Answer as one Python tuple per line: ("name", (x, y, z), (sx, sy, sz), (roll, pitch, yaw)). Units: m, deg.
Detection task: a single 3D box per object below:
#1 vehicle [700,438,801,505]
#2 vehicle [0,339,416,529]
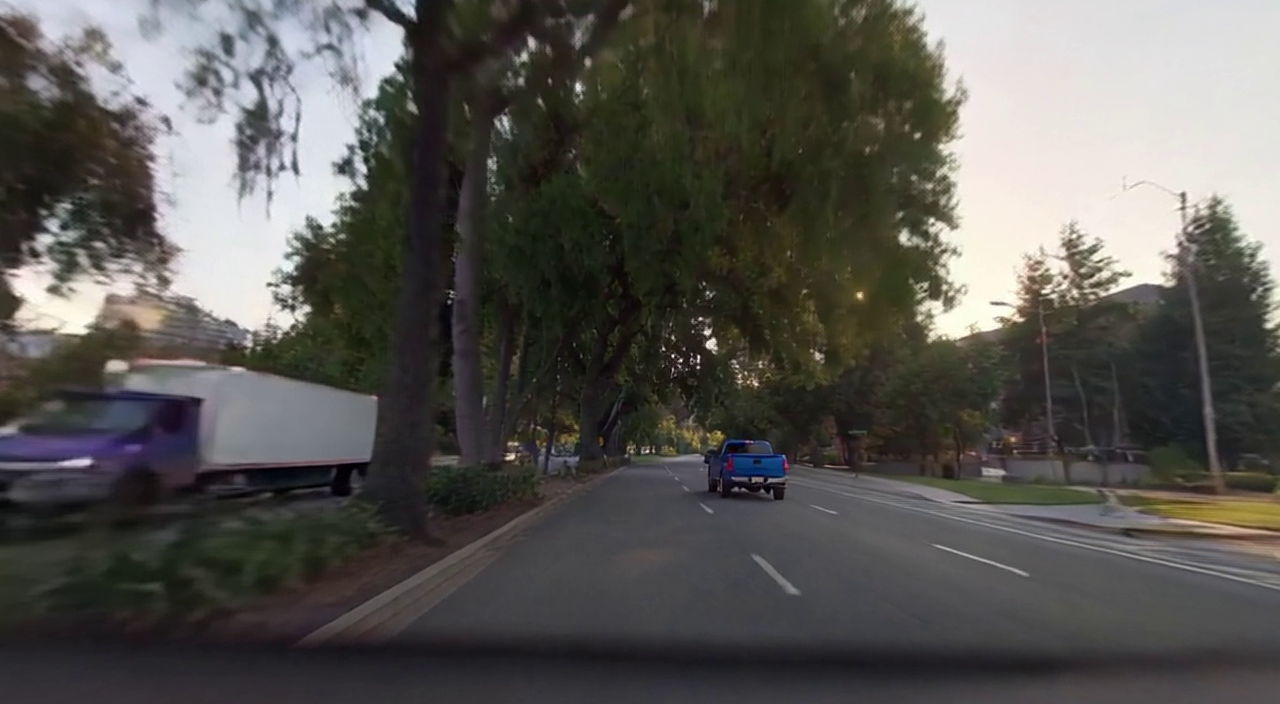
("vehicle", (3.065, 3.422, 18.560), (2.108, 1.712, 4.616), (0, -9, -1))
("vehicle", (-8.565, 1.962, 14.512), (3.046, 2.782, 10.538), (0, -9, -1))
